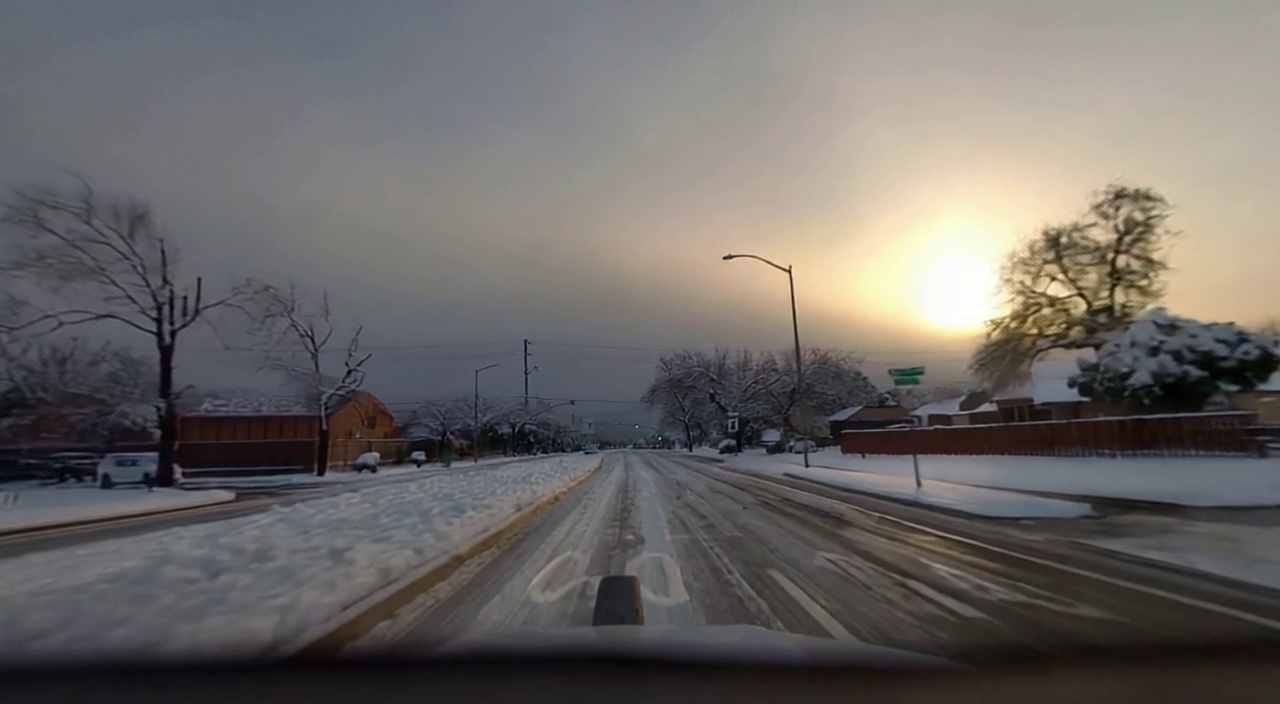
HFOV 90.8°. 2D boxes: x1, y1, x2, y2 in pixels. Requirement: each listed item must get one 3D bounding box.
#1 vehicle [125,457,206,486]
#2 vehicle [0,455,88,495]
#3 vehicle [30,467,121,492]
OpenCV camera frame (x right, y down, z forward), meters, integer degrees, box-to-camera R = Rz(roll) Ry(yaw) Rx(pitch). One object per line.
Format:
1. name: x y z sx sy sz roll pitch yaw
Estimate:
1. vehicle: -30.067 7.571 40.233 1.914 1.709 4.579 1 -9 -5
2. vehicle: -38.468 7.798 40.528 1.950 2.284 4.544 0 -8 -2
3. vehicle: -35.717 8.061 40.140 1.783 1.440 4.423 0 -9 -2
